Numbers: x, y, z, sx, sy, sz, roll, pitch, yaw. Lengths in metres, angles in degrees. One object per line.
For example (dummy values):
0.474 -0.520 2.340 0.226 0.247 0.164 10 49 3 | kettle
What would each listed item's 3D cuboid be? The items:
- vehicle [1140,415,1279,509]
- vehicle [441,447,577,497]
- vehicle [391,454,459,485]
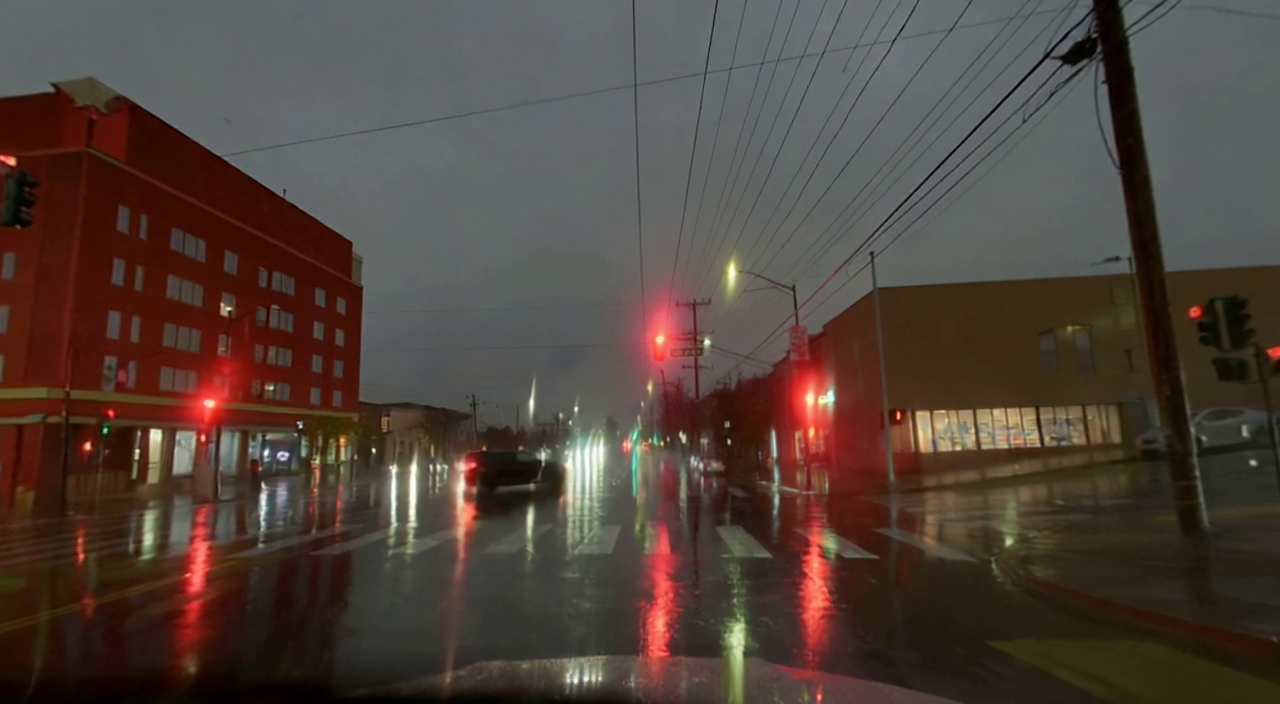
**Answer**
12.653 2.201 12.779 3.234 1.746 1.941 0 -9 1 | vehicle
-4.744 4.378 23.421 2.120 1.650 4.525 -7 -12 41 | vehicle
-12.046 6.591 35.564 1.943 1.574 4.727 0 -9 3 | vehicle
